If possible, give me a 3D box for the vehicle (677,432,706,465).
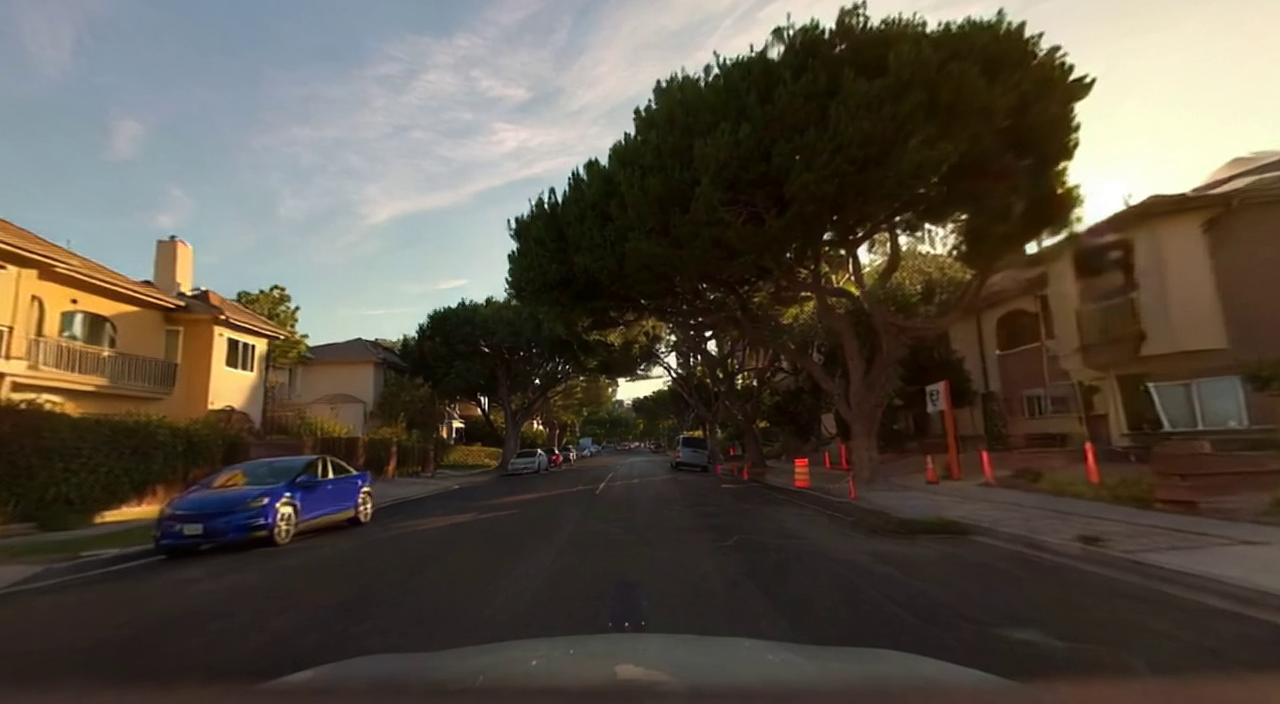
[{"bbox_3d":[4.049,7.633,49.992,2.082,2.534,3.248,-1,-8,3],"label":"vehicle"}]

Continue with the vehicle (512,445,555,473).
[{"bbox_3d":[-6.546,6.598,39.104,1.957,1.608,4.476,0,-9,-1],"label":"vehicle"}]

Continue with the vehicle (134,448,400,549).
[{"bbox_3d":[-6.506,2.562,11.809,2.137,1.481,4.503,0,-9,2],"label":"vehicle"}]
